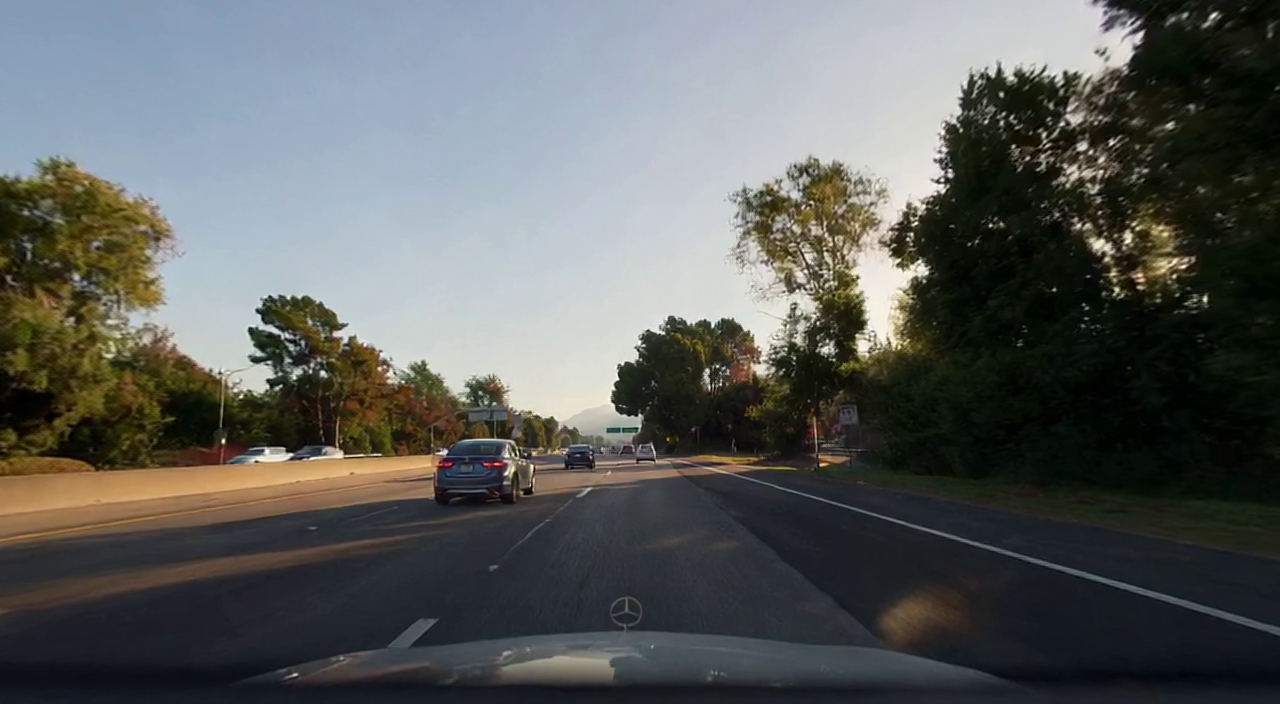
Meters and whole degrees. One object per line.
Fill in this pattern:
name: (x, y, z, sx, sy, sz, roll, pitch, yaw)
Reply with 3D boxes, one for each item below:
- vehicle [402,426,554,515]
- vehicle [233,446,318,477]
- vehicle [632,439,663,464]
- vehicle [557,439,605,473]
vehicle: (-3.427, 2.622, 14.529, 2.040, 1.672, 5.122, 0, -8, 1)
vehicle: (-20.102, 6.012, 34.852, 1.931, 1.574, 4.441, 0, -8, 1)
vehicle: (0.538, 7.540, 47.629, 2.285, 1.797, 4.478, 0, -8, 0)
vehicle: (-3.077, 5.532, 33.745, 2.056, 1.679, 4.204, 0, -8, 1)
